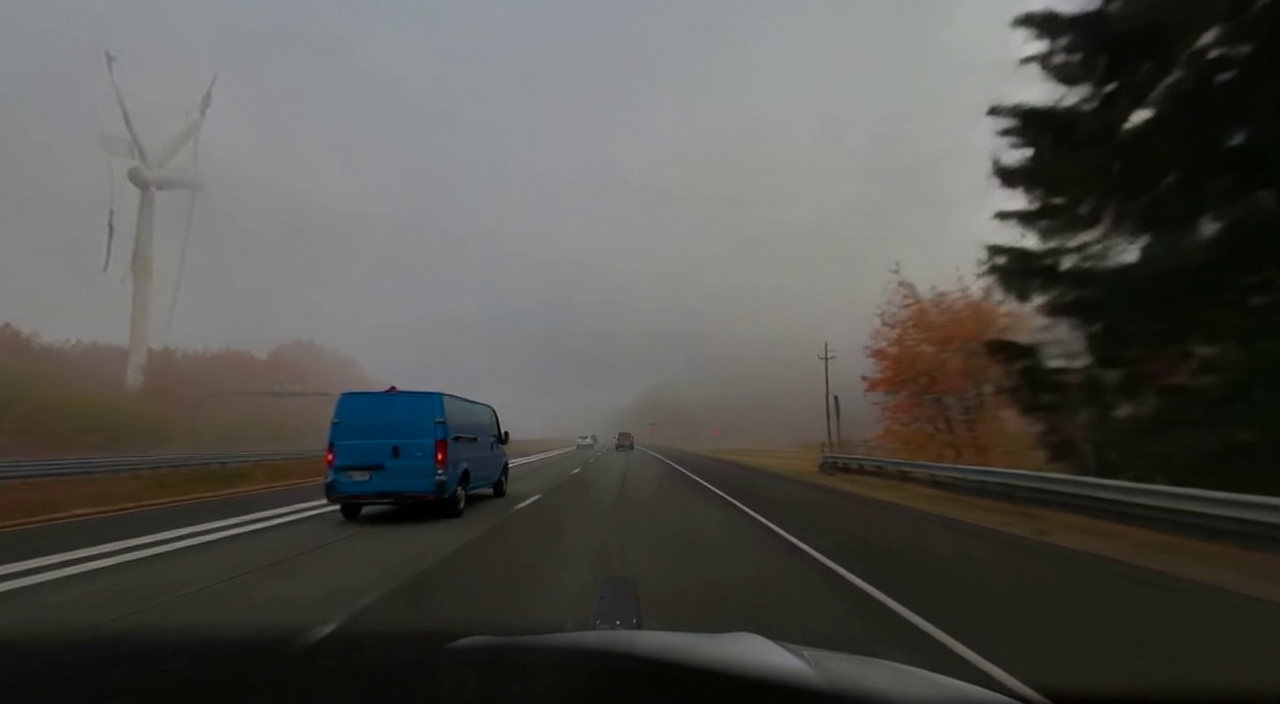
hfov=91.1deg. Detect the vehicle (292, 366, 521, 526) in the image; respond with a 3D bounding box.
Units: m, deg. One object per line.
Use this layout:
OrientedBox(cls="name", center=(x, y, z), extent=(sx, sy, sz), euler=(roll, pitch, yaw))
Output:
OrientedBox(cls="vehicle", center=(-3.899, 1.709, 11.790), extent=(2.303, 2.323, 5.089), euler=(0, -8, 0))
